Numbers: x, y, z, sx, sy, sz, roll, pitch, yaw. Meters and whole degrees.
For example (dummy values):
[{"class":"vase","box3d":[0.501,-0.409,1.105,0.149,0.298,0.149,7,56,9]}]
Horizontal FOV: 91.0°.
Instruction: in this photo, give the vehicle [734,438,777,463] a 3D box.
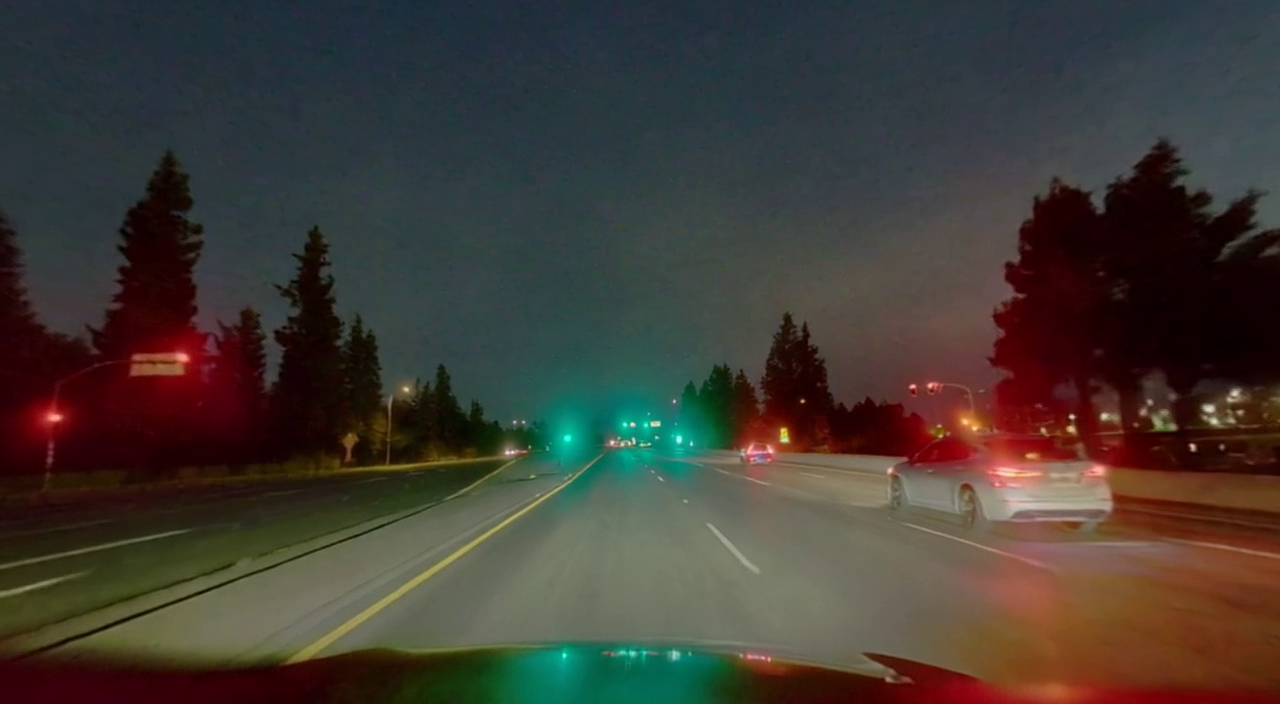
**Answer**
[{"class":"vehicle","box3d":[8.698,7.474,47.817,2.170,1.830,4.720,0,-9,-2]}]

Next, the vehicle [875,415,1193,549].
[{"class":"vehicle","box3d":[5.881,1.992,10.359,2.066,1.683,4.675,0,-9,-2]}]
